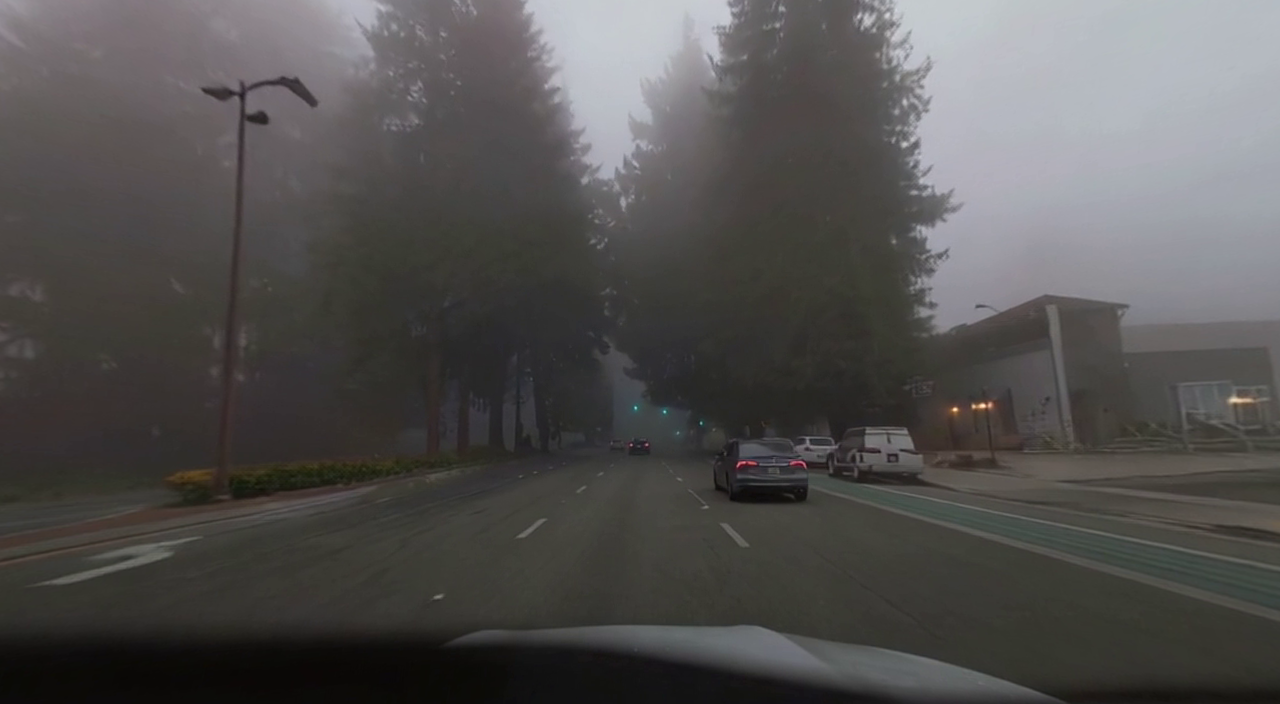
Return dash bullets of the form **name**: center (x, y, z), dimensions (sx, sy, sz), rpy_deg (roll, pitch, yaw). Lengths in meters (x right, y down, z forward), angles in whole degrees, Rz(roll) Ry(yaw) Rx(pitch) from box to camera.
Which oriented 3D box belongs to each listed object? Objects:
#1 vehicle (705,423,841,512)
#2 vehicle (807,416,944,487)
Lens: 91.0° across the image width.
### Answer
- **vehicle**: center (2.725, 2.467, 13.924), dimensions (2.022, 1.656, 4.025), rpy_deg (0, -8, -2)
- **vehicle**: center (7.488, 3.265, 20.904), dimensions (2.259, 1.990, 5.752), rpy_deg (0, -8, -1)
